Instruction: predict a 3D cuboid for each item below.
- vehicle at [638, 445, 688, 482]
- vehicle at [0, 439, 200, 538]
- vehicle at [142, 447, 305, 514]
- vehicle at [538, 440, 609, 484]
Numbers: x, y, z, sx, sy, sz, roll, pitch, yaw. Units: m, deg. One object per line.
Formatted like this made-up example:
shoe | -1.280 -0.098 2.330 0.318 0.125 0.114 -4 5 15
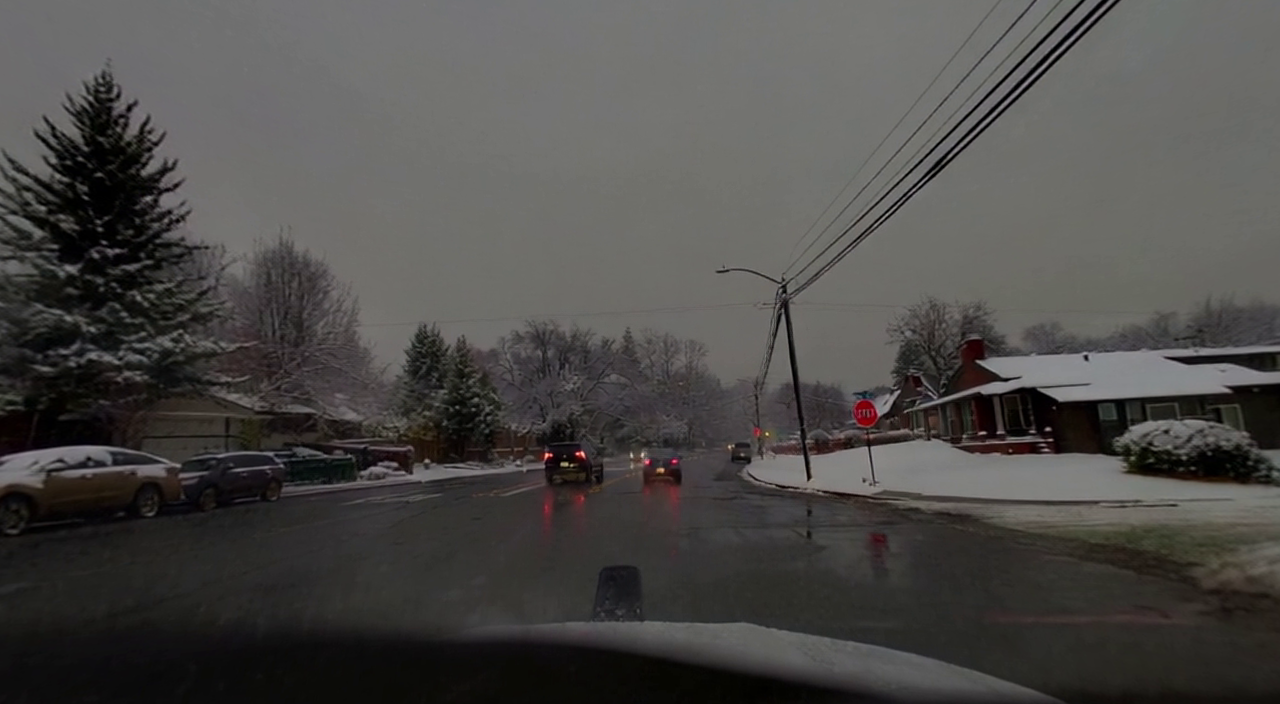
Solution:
vehicle | 1.091 4.836 27.666 1.955 1.459 4.383 -1 -8 6
vehicle | -13.965 3.288 15.269 2.191 1.980 5.888 -4 -10 2
vehicle | -13.548 4.198 20.944 2.076 1.864 4.730 -3 -10 2
vehicle | -2.701 4.579 26.558 2.178 1.695 4.339 -1 -8 5
